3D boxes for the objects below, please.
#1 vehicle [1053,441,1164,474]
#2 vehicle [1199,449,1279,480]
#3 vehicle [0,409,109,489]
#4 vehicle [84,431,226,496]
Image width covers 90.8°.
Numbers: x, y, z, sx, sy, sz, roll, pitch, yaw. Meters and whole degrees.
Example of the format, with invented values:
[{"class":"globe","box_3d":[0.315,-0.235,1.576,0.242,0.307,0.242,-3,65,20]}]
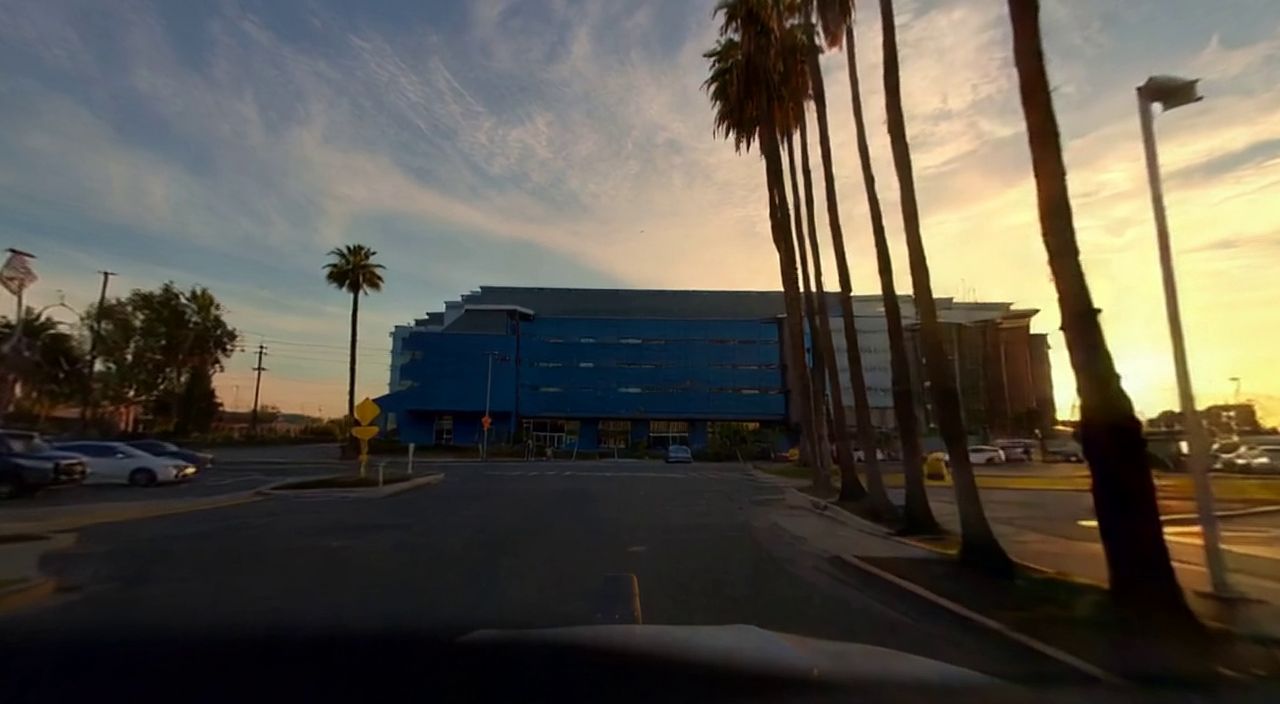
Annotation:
[{"class":"vehicle","box_3d":[27.437,6.190,37.109,4.839,1.845,2.037,0,-9,-2]},{"class":"vehicle","box_3d":[36.587,6.723,37.919,4.241,1.743,2.016,1,-9,-5]},{"class":"vehicle","box_3d":[-15.846,2.510,16.598,2.002,1.809,4.772,4,-9,-30]},{"class":"vehicle","box_3d":[-12.806,2.943,17.042,1.860,1.485,4.641,4,-10,-23]}]
